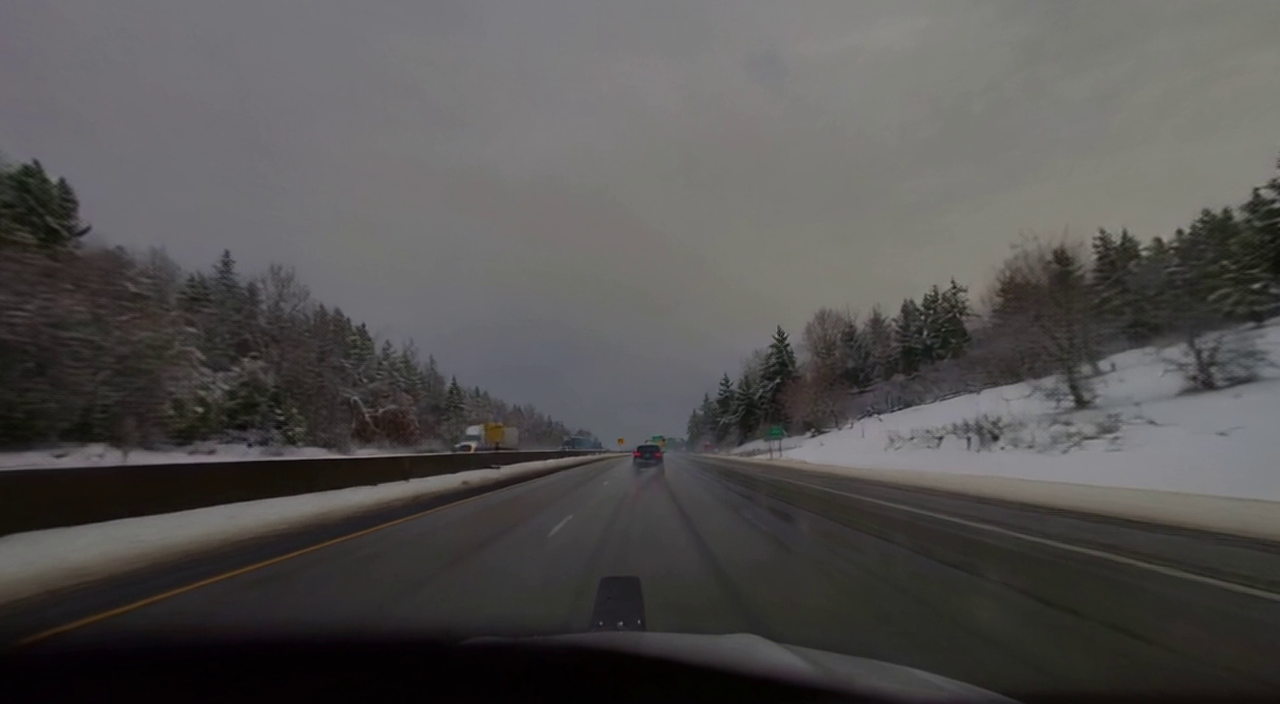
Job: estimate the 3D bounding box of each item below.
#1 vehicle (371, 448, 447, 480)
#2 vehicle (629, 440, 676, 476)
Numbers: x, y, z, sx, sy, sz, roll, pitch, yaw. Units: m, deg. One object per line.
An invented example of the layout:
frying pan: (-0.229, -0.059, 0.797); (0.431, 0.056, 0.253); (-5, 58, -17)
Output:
vehicle: (-11.582, 5.642, 31.995); (2.000, 1.475, 4.738); (0, -9, 1)
vehicle: (0.645, 5.389, 32.279); (2.231, 1.652, 4.503); (0, -9, 1)
